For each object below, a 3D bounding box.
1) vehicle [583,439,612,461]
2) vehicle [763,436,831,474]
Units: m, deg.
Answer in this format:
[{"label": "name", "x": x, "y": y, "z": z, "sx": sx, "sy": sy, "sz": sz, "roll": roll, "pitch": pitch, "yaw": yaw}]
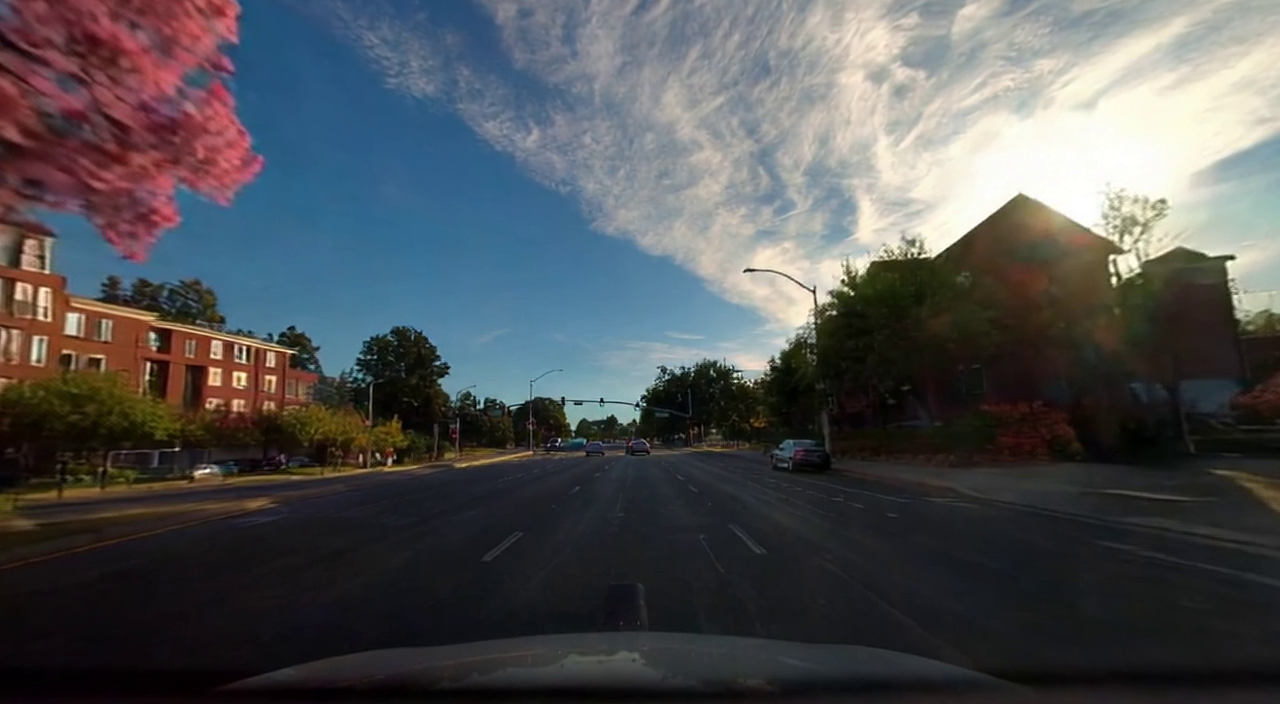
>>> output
[{"label": "vehicle", "x": -3.197, "y": 7.510, "z": 48.525, "sx": 1.993, "sy": 1.637, "sz": 4.068, "roll": 0, "pitch": -8, "yaw": 0}, {"label": "vehicle", "x": 7.125, "y": 4.713, "z": 29.137, "sx": 1.933, "sy": 1.580, "sz": 4.162, "roll": 0, "pitch": -8, "yaw": -1}]
